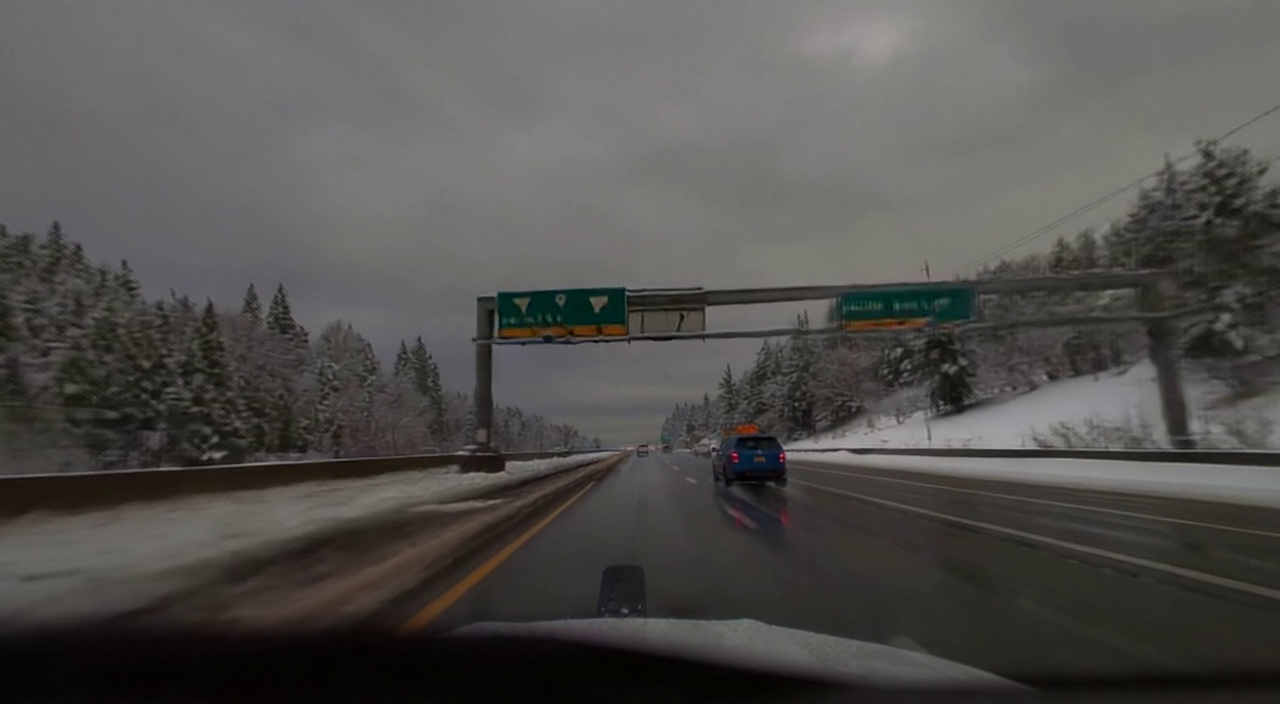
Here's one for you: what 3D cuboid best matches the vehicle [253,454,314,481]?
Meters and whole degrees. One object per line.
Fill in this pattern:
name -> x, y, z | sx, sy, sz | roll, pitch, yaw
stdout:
vehicle -> -19.621, 6.348, 34.852 | 1.460, 1.325, 3.264 | 0, -8, 0

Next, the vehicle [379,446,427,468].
vehicle -> -16.275, 7.212, 43.498 | 1.861, 1.432, 3.578 | -1, -8, 1

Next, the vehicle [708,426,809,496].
vehicle -> 3.360, 3.199, 18.844 | 2.120, 1.832, 4.287 | 0, -8, -1
